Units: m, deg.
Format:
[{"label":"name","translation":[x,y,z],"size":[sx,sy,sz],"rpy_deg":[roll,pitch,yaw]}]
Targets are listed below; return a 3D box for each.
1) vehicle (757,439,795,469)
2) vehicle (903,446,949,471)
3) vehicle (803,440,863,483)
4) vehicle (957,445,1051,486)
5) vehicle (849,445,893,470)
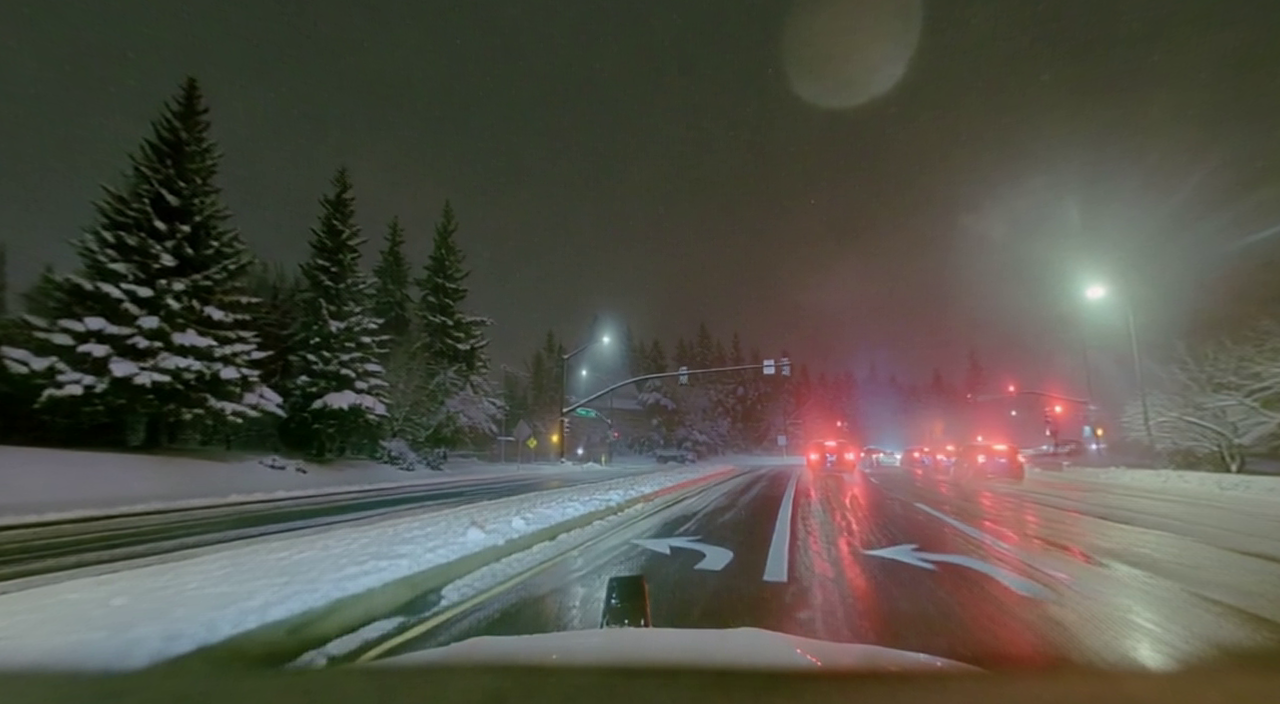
[{"label":"vehicle","translation":[8.897,6.607,41.001],"size":[2.245,1.800,4.522],"rpy_deg":[-2,-8,13]},{"label":"vehicle","translation":[18.547,6.877,41.094],"size":[1.901,1.484,4.093],"rpy_deg":[-2,-8,13]},{"label":"vehicle","translation":[7.727,4.376,25.551],"size":[2.078,1.578,4.107],"rpy_deg":[-2,-9,14]},{"label":"vehicle","translation":[13.924,4.315,24.389],"size":[1.884,1.422,4.262],"rpy_deg":[-2,-9,13]},{"label":"vehicle","translation":[14.733,6.716,40.455],"size":[2.063,1.476,4.361],"rpy_deg":[-2,-9,13]}]
